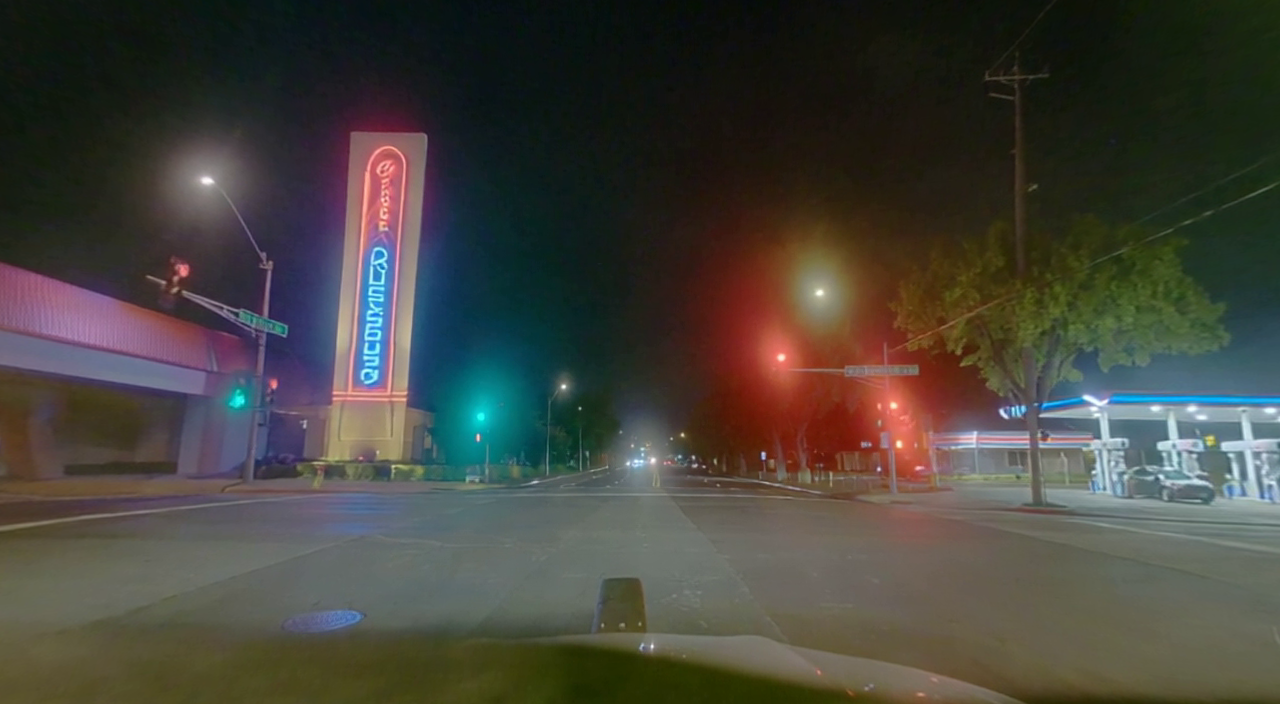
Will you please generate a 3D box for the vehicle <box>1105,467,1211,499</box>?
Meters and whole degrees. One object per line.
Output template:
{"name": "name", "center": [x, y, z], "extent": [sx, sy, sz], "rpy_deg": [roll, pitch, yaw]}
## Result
{"name": "vehicle", "center": [28.026, 7.066, 34.310], "extent": [1.897, 1.466, 4.211], "rpy_deg": [1, -8, -6]}
